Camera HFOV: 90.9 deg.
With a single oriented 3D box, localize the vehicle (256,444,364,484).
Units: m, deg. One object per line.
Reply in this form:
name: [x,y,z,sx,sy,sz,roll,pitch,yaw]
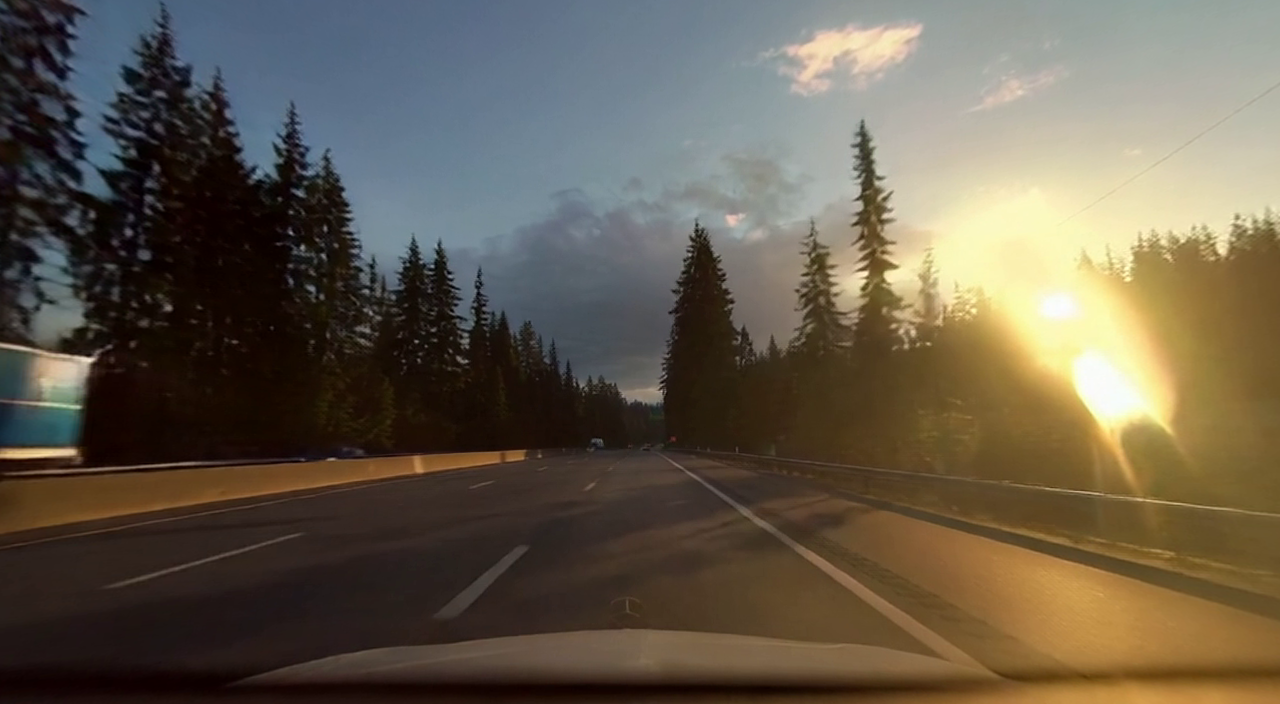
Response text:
vehicle: [-13.179,4.449,25.510,2.009,1.454,4.294,0,-8,0]
